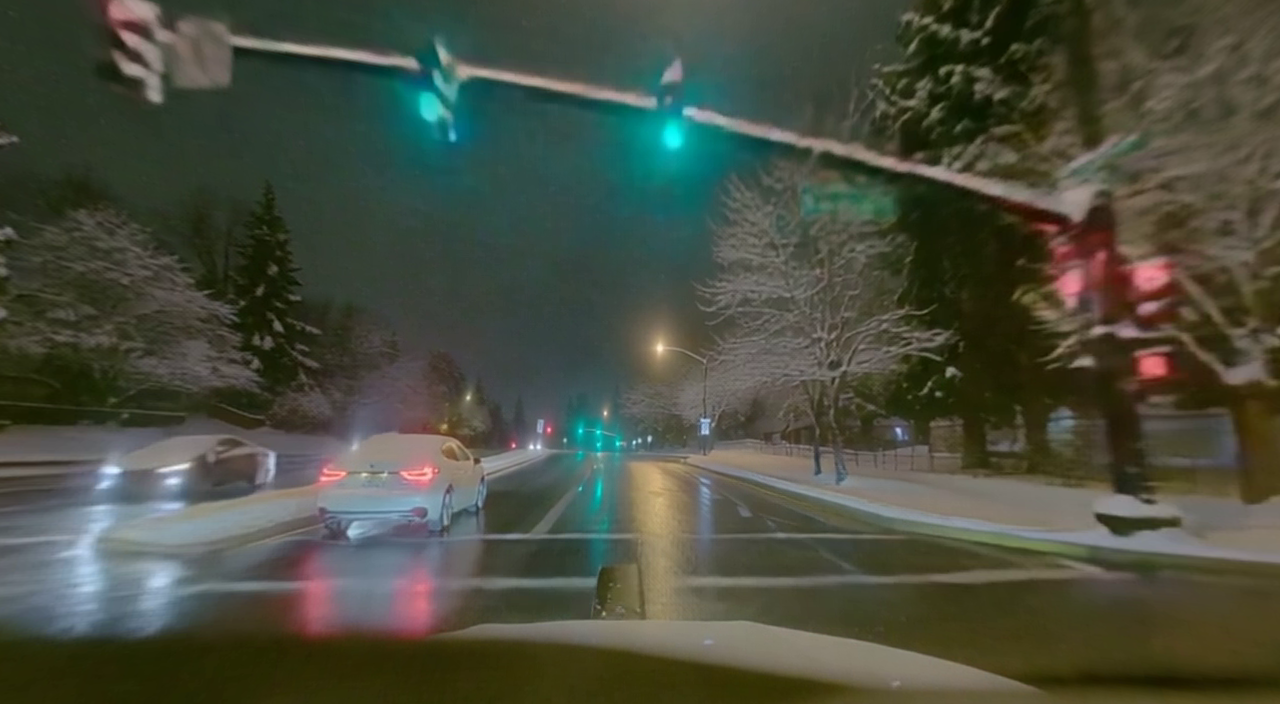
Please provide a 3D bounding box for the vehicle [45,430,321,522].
[{"bbox_3d":[-8.721,2.373,12.795,2.080,1.460,4.756,1,-8,-1],"label":"vehicle"}]

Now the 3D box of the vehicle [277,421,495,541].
[{"bbox_3d":[-3.780,1.988,10.379,1.915,1.521,4.283,0,-8,-2],"label":"vehicle"}]
